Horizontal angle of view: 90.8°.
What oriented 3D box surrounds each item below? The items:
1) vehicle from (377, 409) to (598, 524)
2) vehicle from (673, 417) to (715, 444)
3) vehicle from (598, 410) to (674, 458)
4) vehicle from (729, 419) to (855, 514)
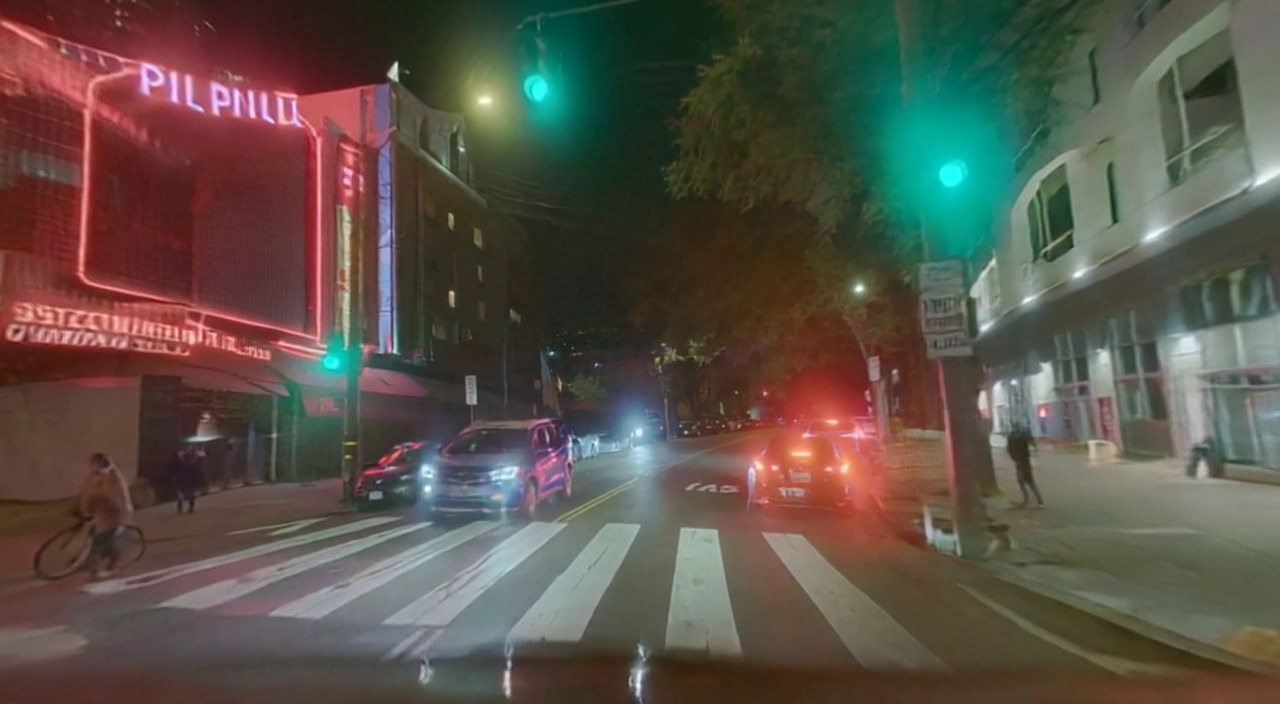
[{"bbox_3d":[-2.563,2.124,12.155,2.181,1.723,4.692,-3,-9,14],"label":"vehicle"},{"bbox_3d":[4.026,5.746,46.465,1.948,1.693,4.325,-6,-7,18],"label":"vehicle"},{"bbox_3d":[-0.077,4.286,33.600,2.260,2.136,5.669,-7,-7,17],"label":"vehicle"},{"bbox_3d":[3.146,2.174,12.395,1.892,1.481,4.365,-3,-9,19],"label":"vehicle"}]
